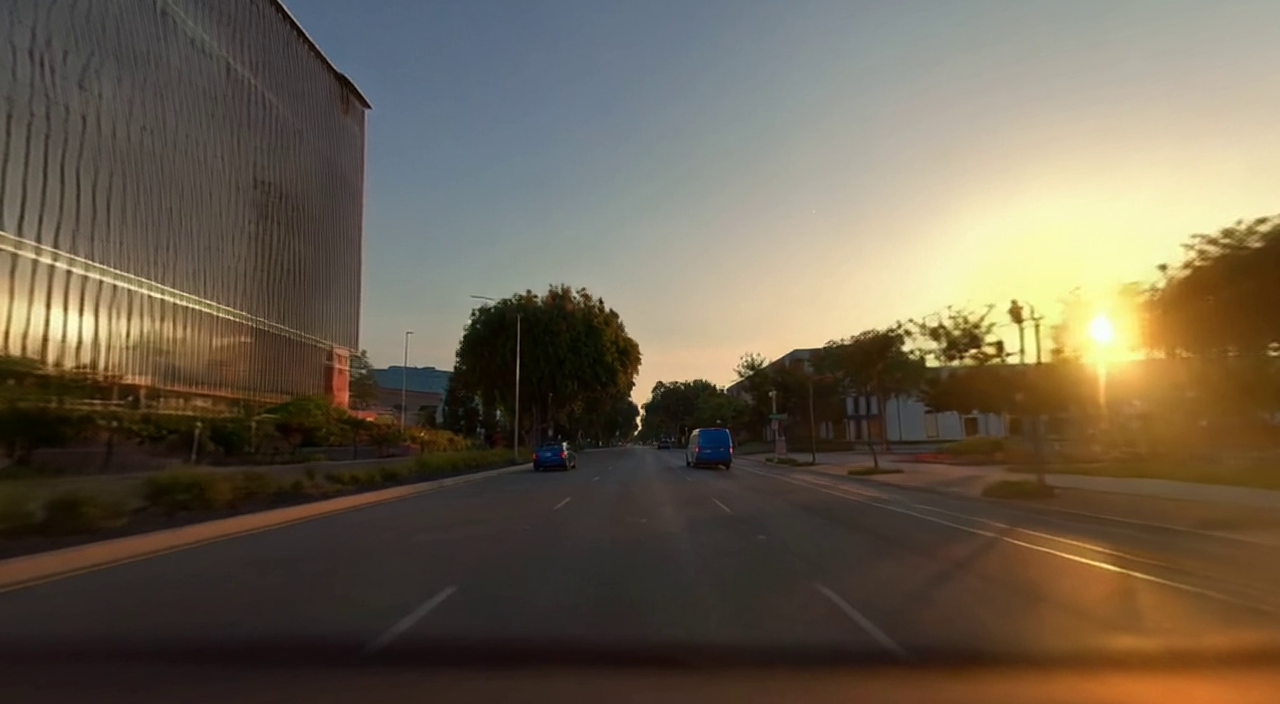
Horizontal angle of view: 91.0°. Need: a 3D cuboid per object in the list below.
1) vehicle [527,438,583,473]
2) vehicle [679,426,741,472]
[{"bbox_3d":[-3.737,4.632,28.442,1.864,1.464,4.195,0,-8,1],"label":"vehicle"},{"bbox_3d":[3.167,4.530,29.522,2.200,1.914,5.145,0,-8,-1],"label":"vehicle"}]
